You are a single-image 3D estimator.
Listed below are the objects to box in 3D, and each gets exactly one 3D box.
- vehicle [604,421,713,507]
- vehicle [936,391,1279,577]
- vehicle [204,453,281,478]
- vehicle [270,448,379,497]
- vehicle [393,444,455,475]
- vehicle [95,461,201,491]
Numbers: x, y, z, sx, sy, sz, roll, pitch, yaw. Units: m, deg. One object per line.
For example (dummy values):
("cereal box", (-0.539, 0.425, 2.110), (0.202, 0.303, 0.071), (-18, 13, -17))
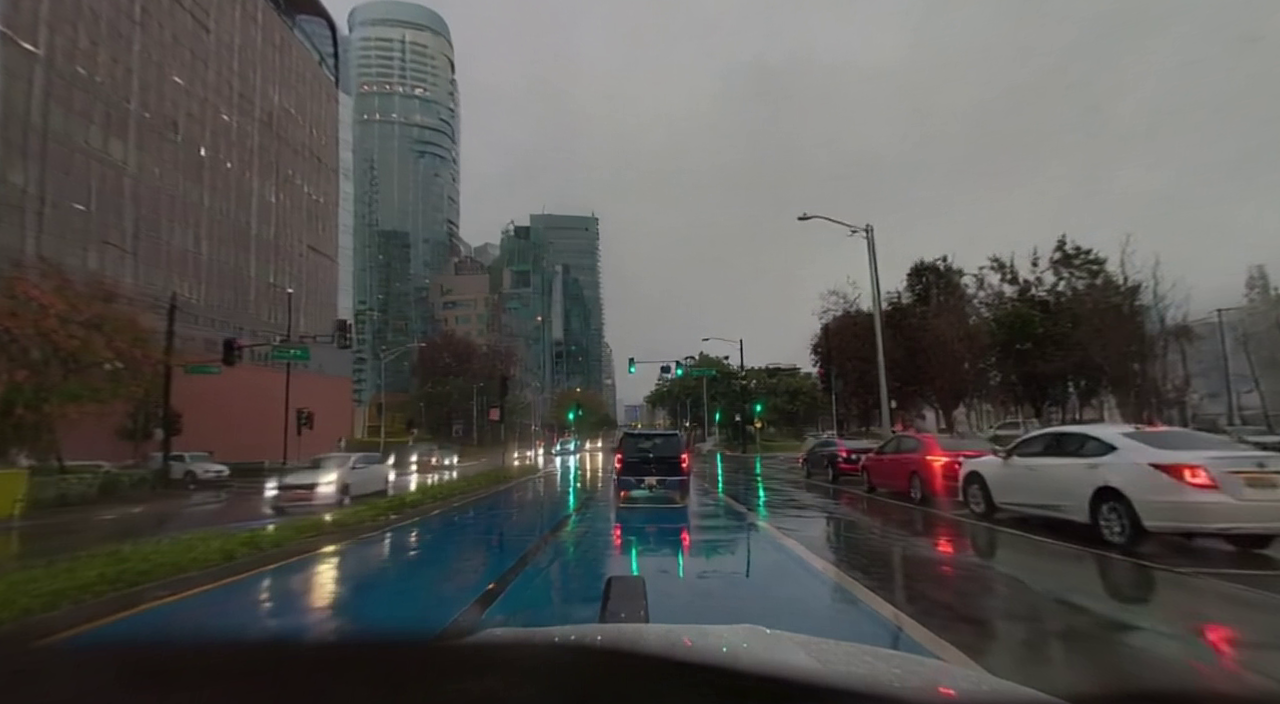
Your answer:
("vehicle", (0.395, 2.664, 15.390), (2.283, 1.773, 4.255), (0, -9, 0))
("vehicle", (6.516, 1.686, 8.834), (2.205, 1.823, 5.078), (0, -9, 0))
("vehicle", (-27.258, 7.796, 43.458), (1.857, 1.535, 4.900), (-1, -9, 4))
("vehicle", (-12.888, 4.902, 26.188), (1.975, 1.820, 4.838), (0, -9, 1))
("vehicle", (-13.146, 6.566, 38.736), (2.025, 1.785, 4.845), (0, -9, 1))
("vehicle", (-27.845, 7.009, 35.789), (4.478, 1.578, 1.890), (-1, -9, 2))
